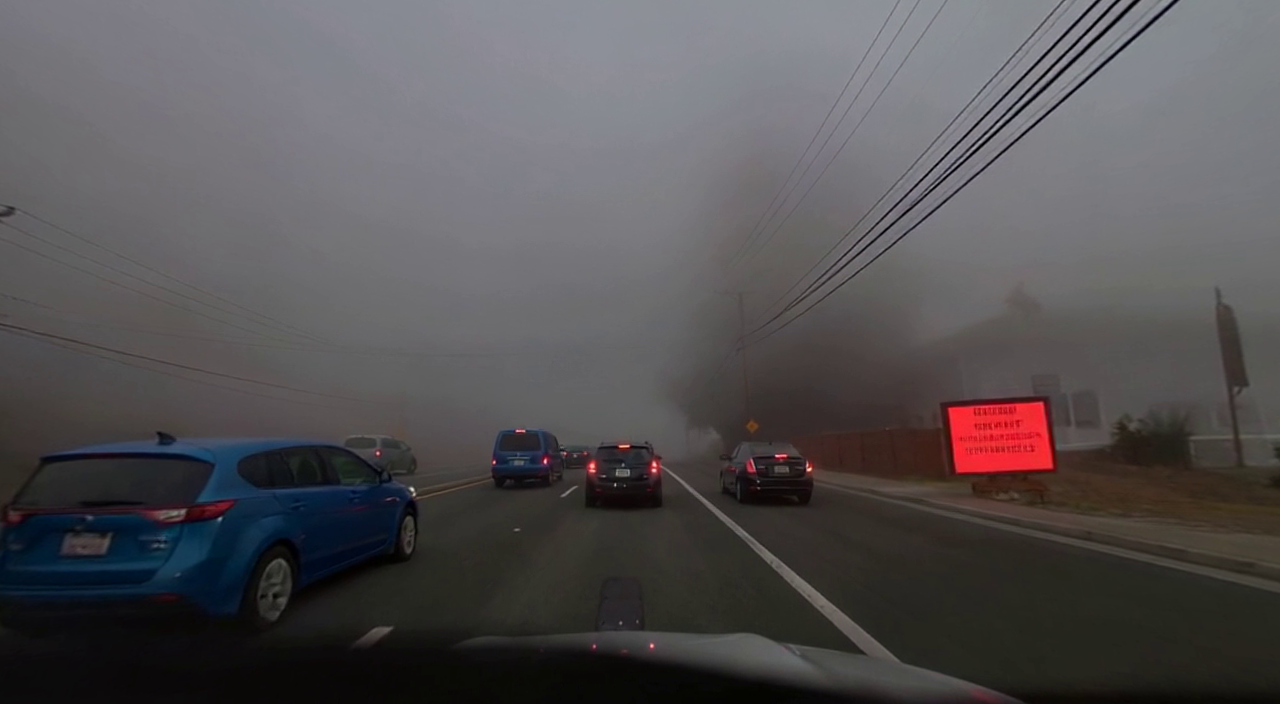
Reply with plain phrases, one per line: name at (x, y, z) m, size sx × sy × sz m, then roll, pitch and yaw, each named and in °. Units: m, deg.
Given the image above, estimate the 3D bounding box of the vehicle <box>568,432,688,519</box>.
vehicle at (-0.228, 2.453, 13.030) m, size 2.097 × 1.511 × 3.809 m, roll 0°, pitch -9°, yaw 0°

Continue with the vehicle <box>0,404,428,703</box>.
vehicle at (-3.272, 1.234, 4.402) m, size 2.004 × 1.454 × 4.349 m, roll 0°, pitch -9°, yaw 1°

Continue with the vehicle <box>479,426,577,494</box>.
vehicle at (-3.274, 3.285, 19.562) m, size 2.092 × 1.839 × 4.736 m, roll 0°, pitch -9°, yaw 1°

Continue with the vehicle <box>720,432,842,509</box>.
vehicle at (3.076, 2.673, 14.629) m, size 1.880 × 1.521 × 3.724 m, roll 0°, pitch -9°, yaw -1°
